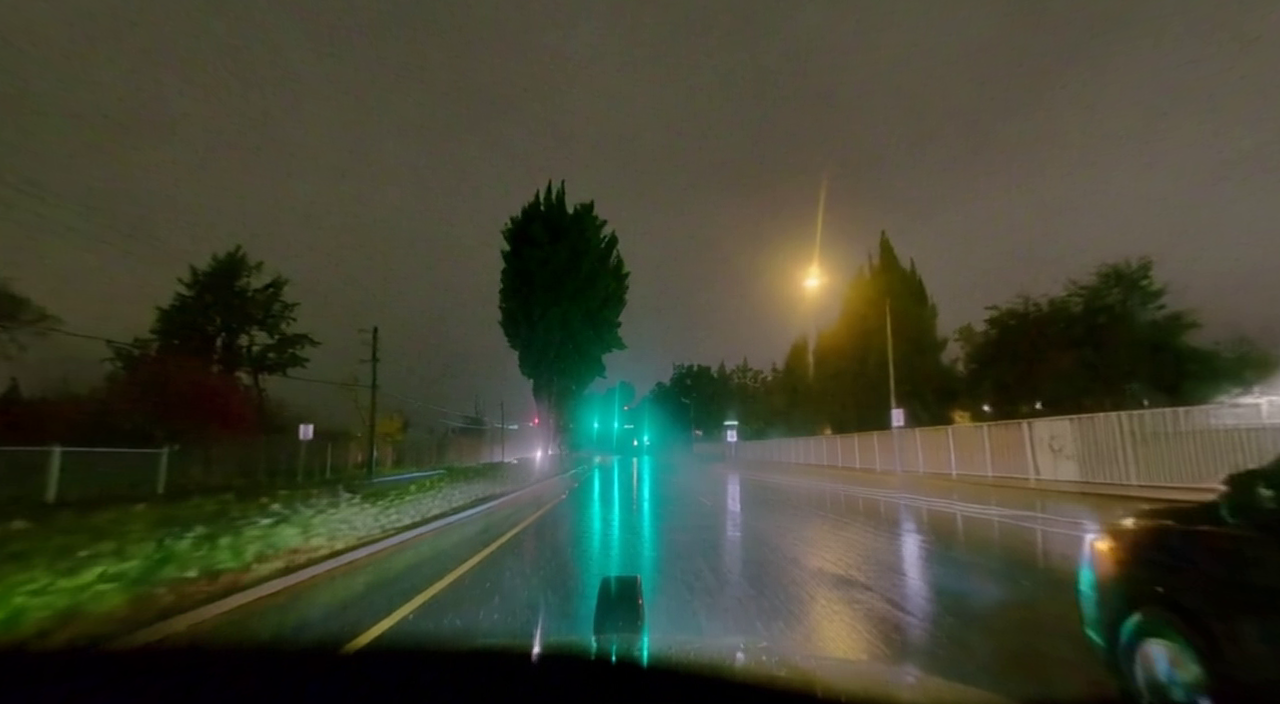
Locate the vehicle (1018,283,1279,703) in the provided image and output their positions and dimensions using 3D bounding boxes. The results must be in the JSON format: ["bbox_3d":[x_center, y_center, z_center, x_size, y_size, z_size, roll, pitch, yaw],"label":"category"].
[{"bbox_3d":[3.982,0.530,1.406,2.379,2.017,6.089,0,-8,-2],"label":"vehicle"}]
